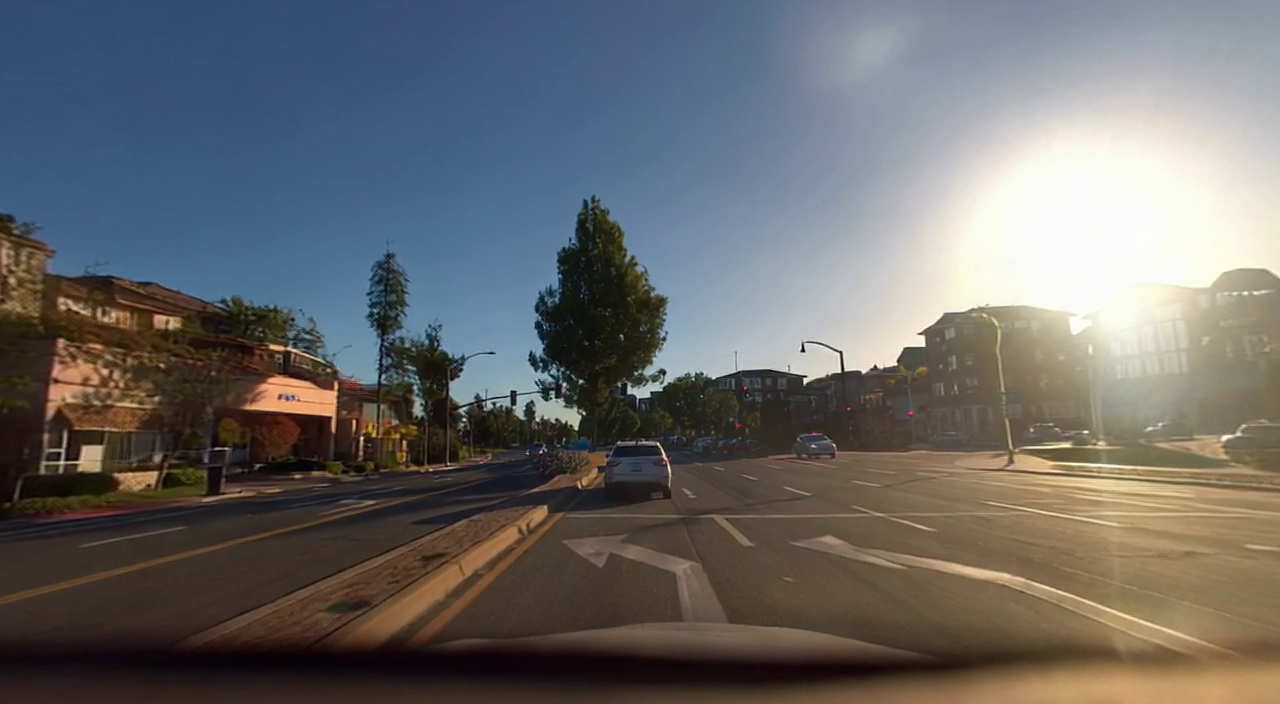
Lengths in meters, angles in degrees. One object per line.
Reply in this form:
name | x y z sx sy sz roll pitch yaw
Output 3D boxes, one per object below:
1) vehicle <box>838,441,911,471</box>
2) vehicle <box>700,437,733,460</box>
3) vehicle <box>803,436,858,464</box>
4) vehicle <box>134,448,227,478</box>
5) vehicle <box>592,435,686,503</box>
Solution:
vehicle | 12.485 5.539 33.960 2.059 1.482 4.568 0 -9 -2
vehicle | 5.982 7.608 49.956 1.957 1.755 4.331 0 -9 -1
vehicle | 12.964 6.726 43.349 1.981 1.746 5.375 0 -9 -1
vehicle | -30.325 7.322 41.906 4.758 1.809 2.114 6 -10 -33
vehicle | -0.064 2.894 15.985 2.064 1.477 3.968 0 -9 -1
